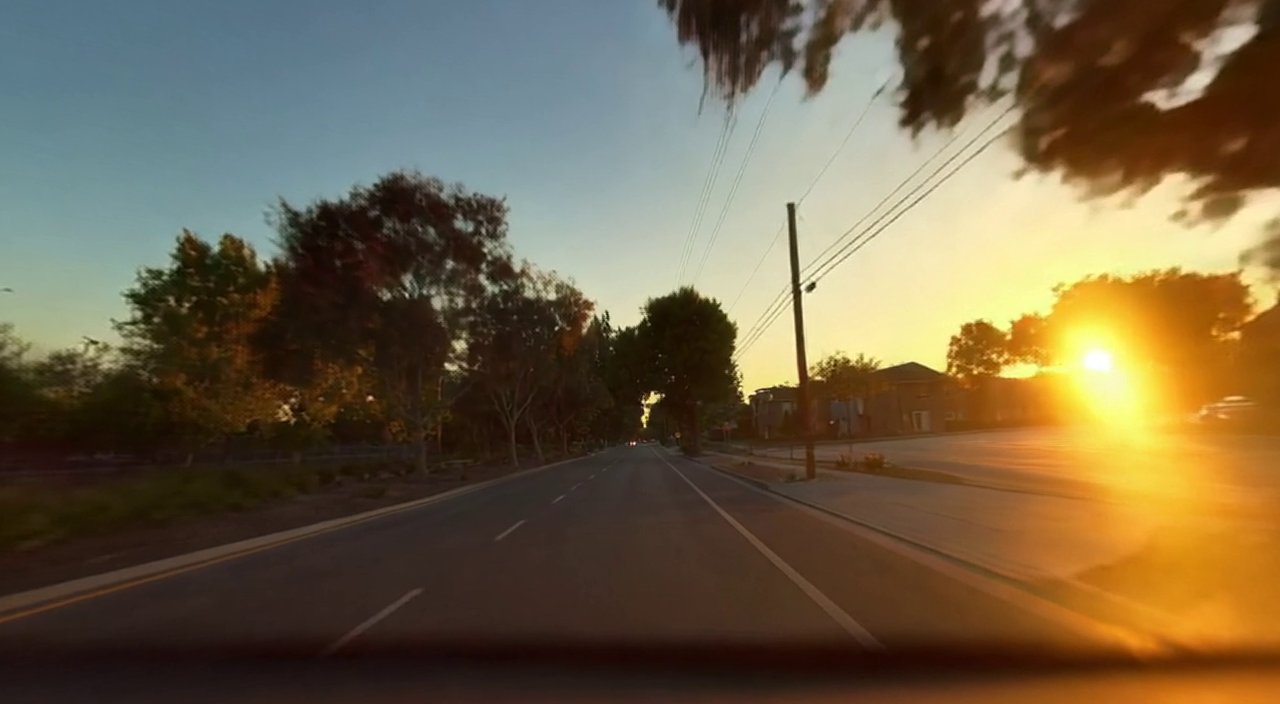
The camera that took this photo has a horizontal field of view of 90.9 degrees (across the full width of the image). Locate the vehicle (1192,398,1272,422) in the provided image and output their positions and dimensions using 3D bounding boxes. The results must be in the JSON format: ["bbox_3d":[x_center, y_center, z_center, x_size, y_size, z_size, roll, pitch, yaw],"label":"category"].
[{"bbox_3d":[40.352,4.003,43.089,1.789,1.499,3.777,-1,-8,1],"label":"vehicle"}]
